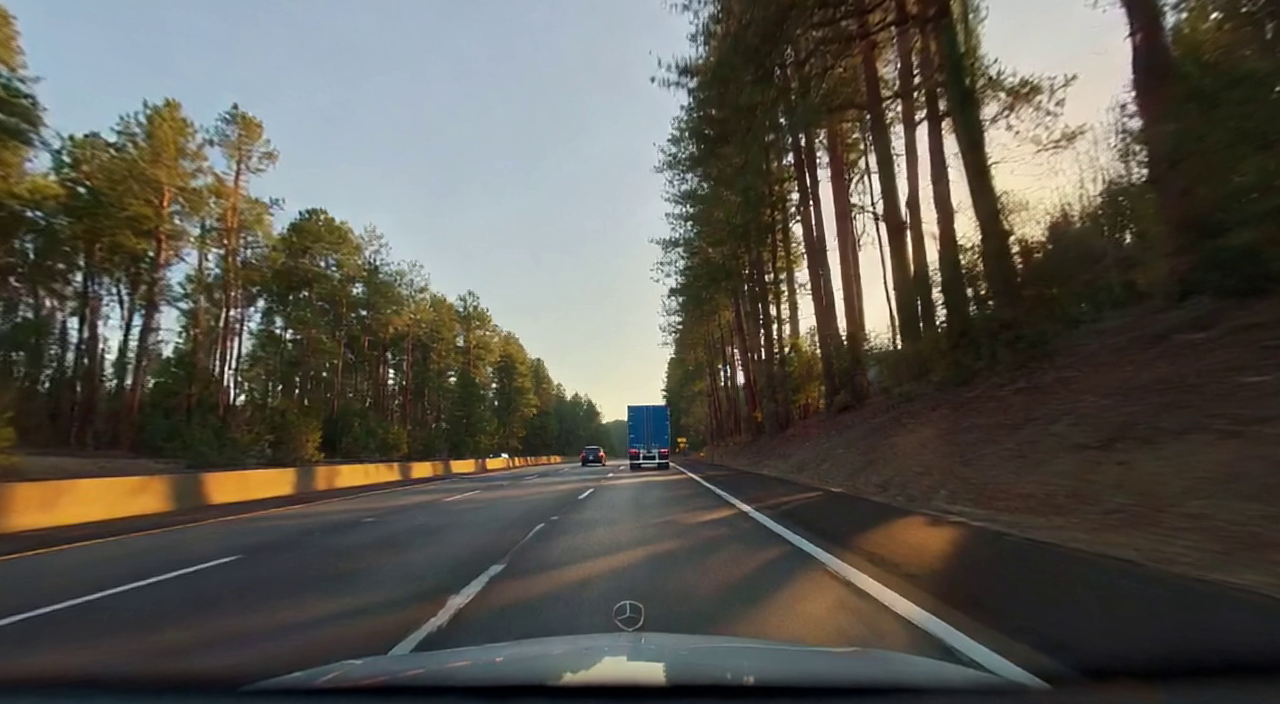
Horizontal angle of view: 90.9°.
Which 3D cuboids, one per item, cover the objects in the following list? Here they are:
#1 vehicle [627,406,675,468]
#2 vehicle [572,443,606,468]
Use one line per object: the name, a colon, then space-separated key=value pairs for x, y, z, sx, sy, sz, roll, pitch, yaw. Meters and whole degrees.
vehicle: x=0.713 y=6.654 z=49.082 sx=3.320 sy=4.173 sz=11.889 roll=0 pitch=-8 yaw=0
vehicle: x=-3.598 y=7.412 z=45.341 sx=2.092 sy=1.702 sz=4.297 roll=0 pitch=-8 yaw=0
